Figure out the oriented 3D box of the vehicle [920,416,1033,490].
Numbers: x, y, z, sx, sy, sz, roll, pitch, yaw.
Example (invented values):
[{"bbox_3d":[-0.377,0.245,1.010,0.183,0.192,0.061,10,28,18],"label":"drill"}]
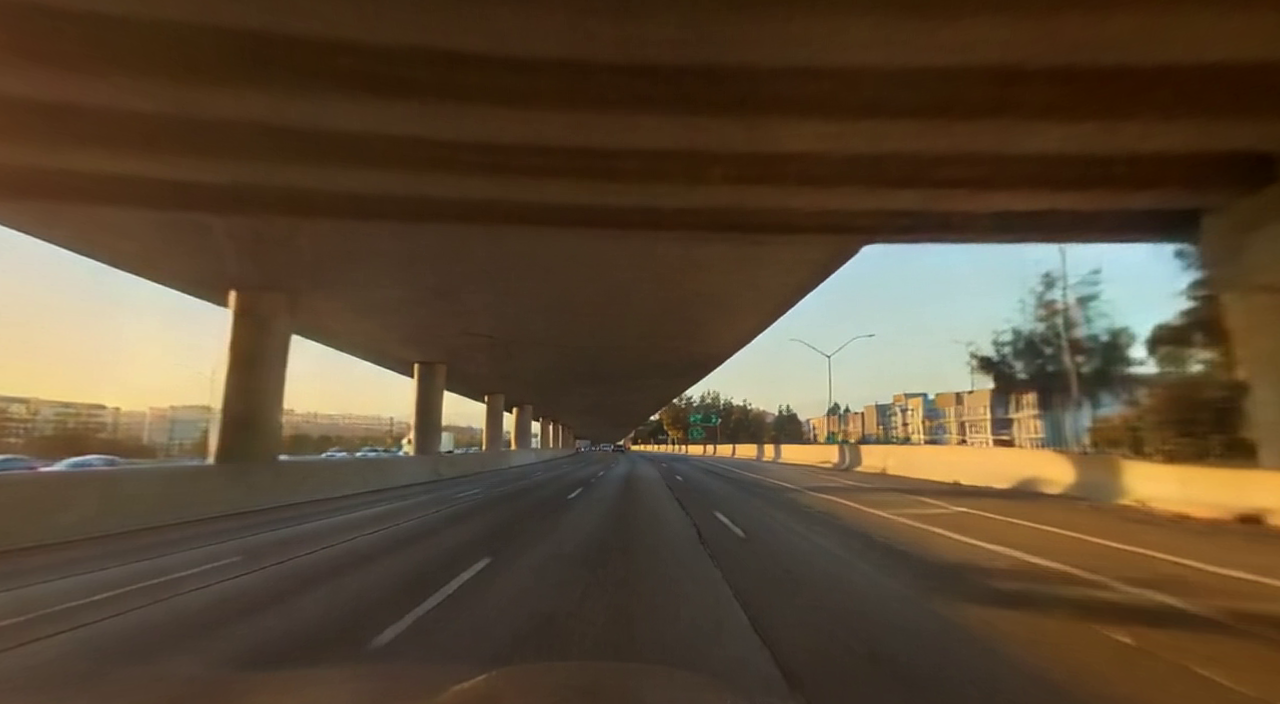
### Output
[{"bbox_3d":[13.615,4.114,25.800,2.789,2.778,3.541,0,-9,6],"label":"vehicle"}]
